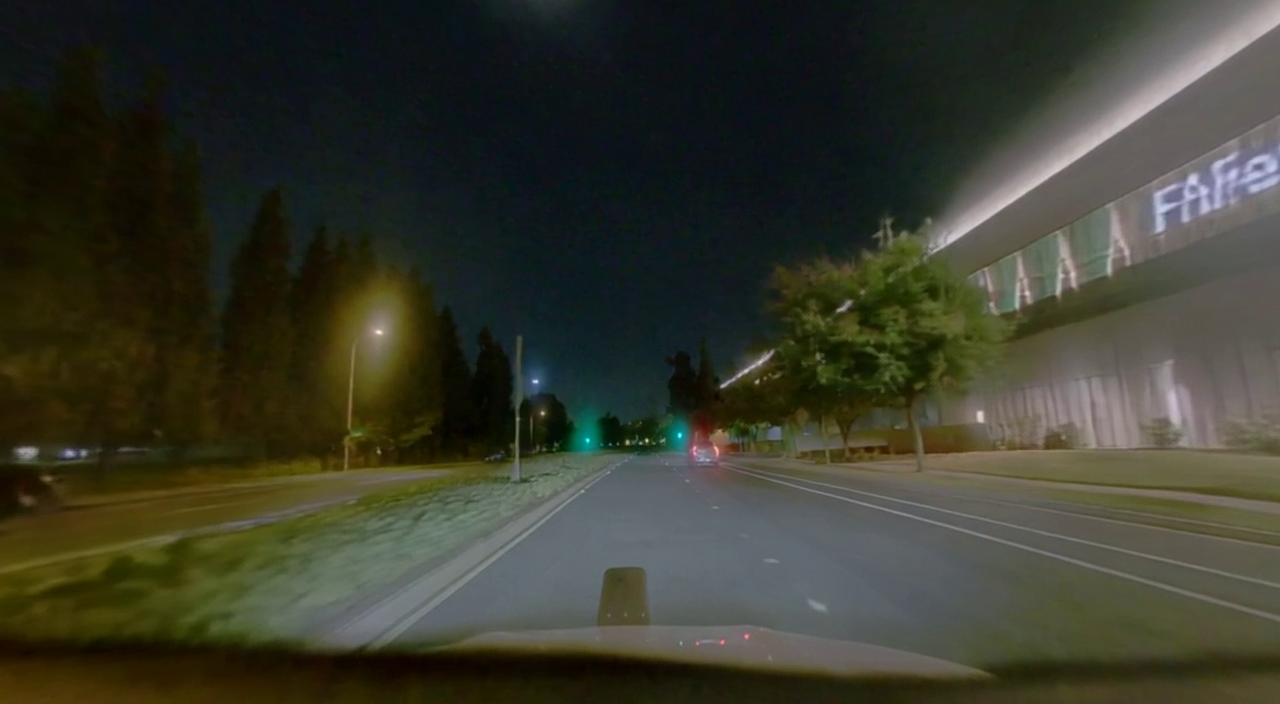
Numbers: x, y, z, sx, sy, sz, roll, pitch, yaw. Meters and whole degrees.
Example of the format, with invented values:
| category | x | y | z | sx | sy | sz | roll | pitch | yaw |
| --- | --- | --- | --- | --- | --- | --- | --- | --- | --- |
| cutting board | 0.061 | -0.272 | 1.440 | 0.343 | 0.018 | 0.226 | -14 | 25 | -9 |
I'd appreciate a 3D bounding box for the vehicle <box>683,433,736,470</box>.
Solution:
| category | x | y | z | sx | sy | sz | roll | pitch | yaw |
| --- | --- | --- | --- | --- | --- | --- | --- | --- | --- |
| vehicle | 3.499 | 5.080 | 32.438 | 2.143 | 1.759 | 4.378 | 0 | -8 | -1 |
